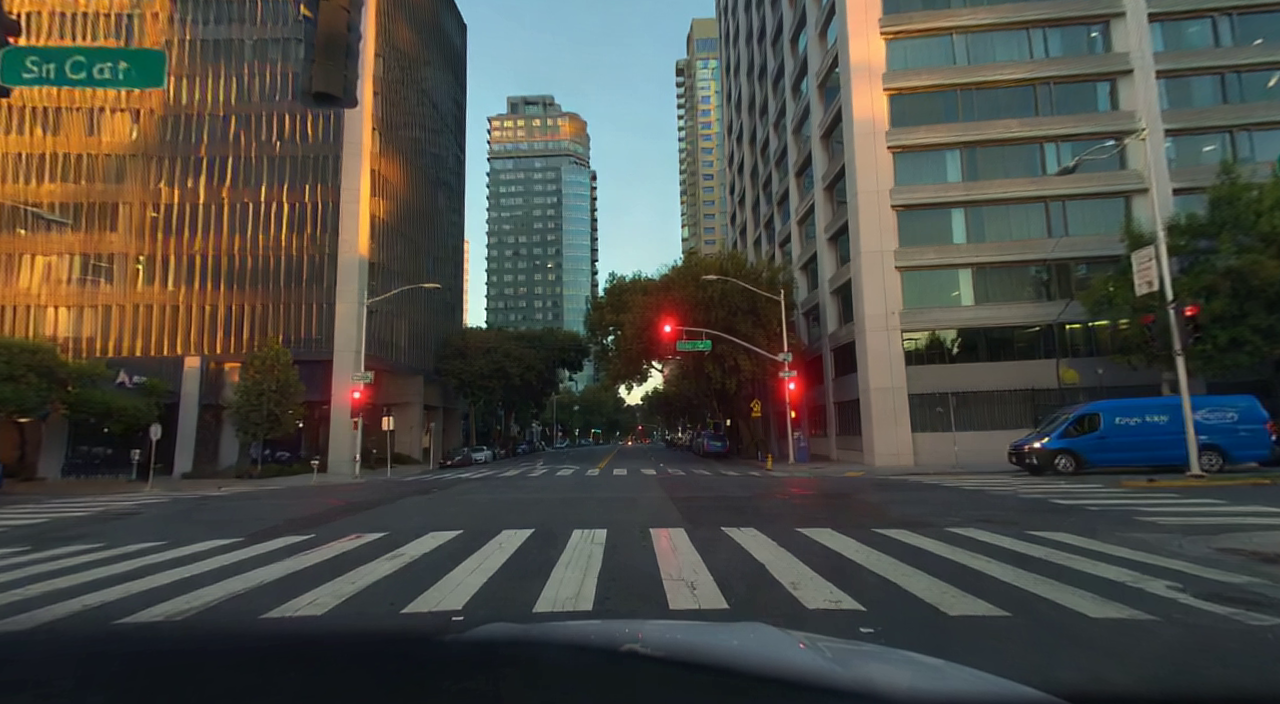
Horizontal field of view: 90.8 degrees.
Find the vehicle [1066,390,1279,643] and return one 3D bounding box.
[{"bbox_3d":[5.642,1.132,4.222,2.070,1.804,4.881,0,-8,-1],"label":"vehicle"}]

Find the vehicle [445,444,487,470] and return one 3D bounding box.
[{"bbox_3d":[-12.452,7.506,45.375,1.935,1.639,4.244,-3,-8,-2],"label":"vehicle"}]
